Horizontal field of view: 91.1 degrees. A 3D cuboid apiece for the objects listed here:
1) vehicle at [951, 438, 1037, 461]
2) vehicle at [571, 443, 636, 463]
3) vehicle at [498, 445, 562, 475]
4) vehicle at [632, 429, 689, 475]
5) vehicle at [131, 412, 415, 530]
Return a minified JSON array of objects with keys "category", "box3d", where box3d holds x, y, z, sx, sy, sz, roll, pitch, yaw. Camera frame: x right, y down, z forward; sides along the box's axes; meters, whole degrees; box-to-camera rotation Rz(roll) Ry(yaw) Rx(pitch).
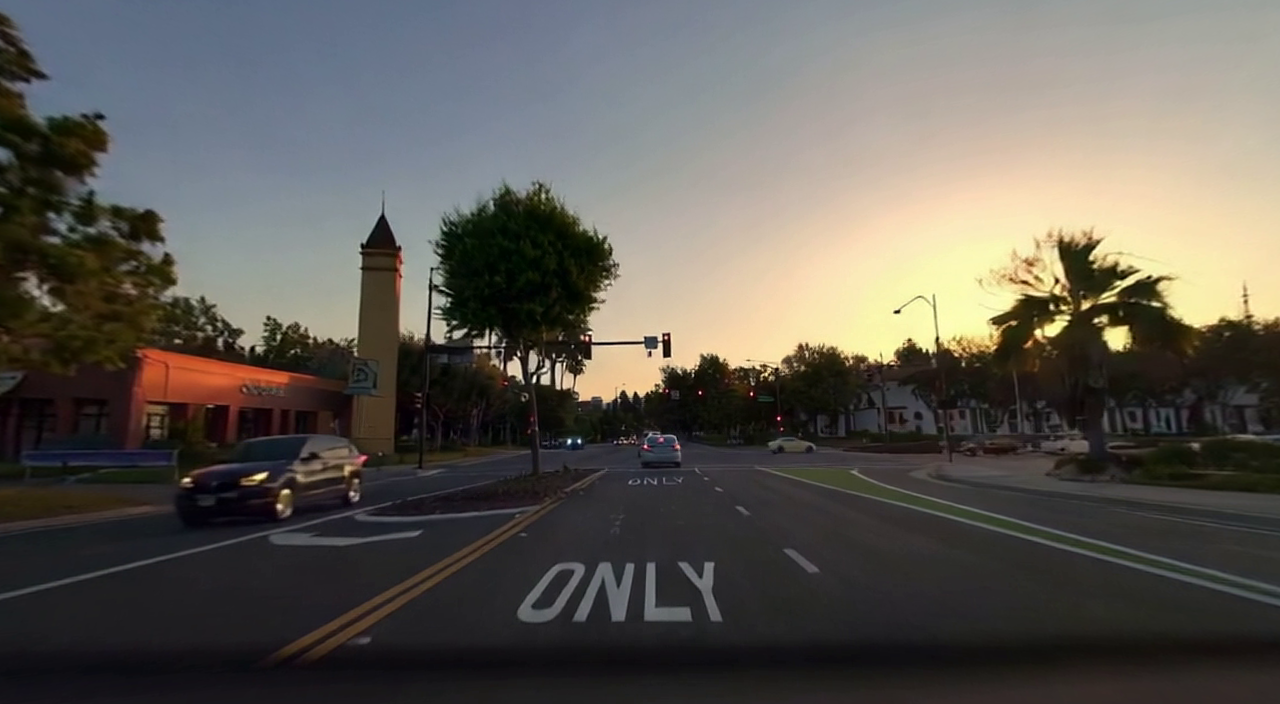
[{"category":"vehicle","box3d":[26.551,7.360,47.252,5.217,1.672,1.992,0,-9,2]},{"category":"vehicle","box3d":[-2.738,7.758,48.113,4.794,1.490,1.911,0,-9,3]},{"category":"vehicle","box3d":[-5.979,5.710,33.657,1.984,1.469,4.668,5,-10,-28]},{"category":"vehicle","box3d":[1.040,4.959,31.341,2.590,2.080,5.284,0,-9,2]},{"category":"vehicle","box3d":[-7.202,2.421,13.461,2.366,1.941,5.823,0,-9,2]}]
